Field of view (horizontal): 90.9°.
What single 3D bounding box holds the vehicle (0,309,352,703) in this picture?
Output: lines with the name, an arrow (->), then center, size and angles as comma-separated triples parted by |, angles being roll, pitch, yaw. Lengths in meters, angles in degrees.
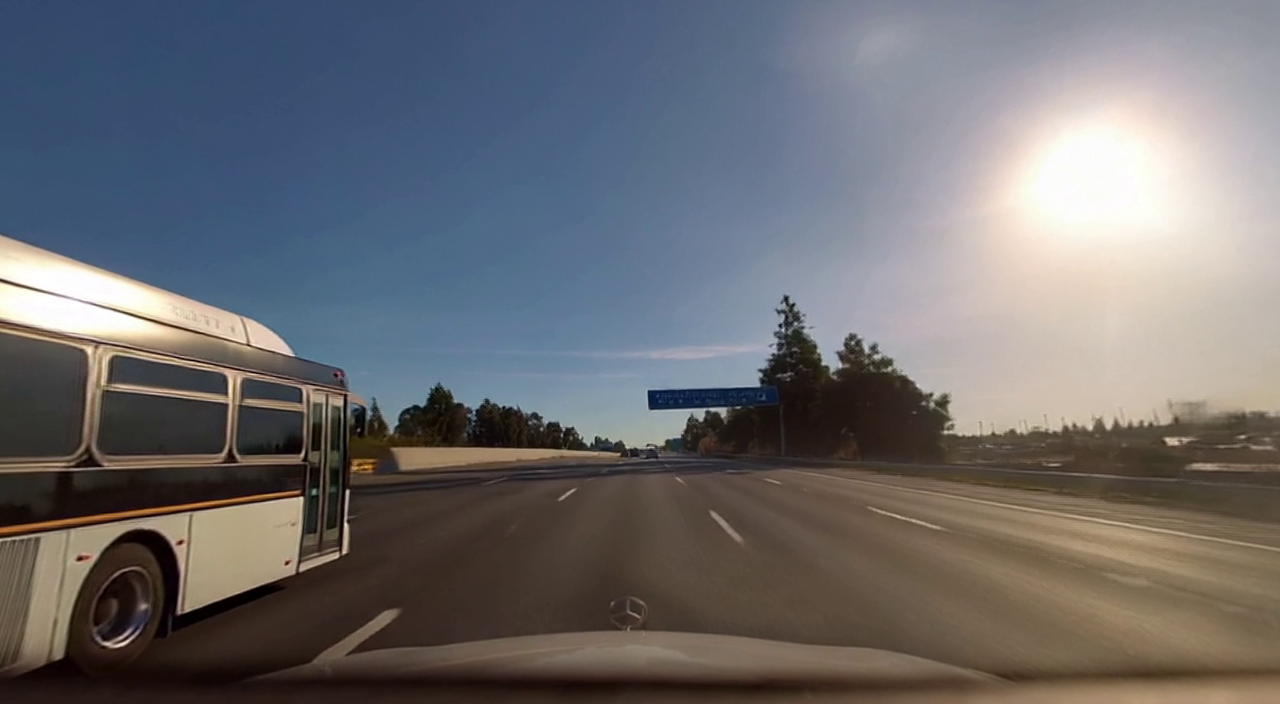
vehicle -> -4.139, 0.939, 3.977 | 2.127, 1.985, 5.205 | -1, -8, 1
